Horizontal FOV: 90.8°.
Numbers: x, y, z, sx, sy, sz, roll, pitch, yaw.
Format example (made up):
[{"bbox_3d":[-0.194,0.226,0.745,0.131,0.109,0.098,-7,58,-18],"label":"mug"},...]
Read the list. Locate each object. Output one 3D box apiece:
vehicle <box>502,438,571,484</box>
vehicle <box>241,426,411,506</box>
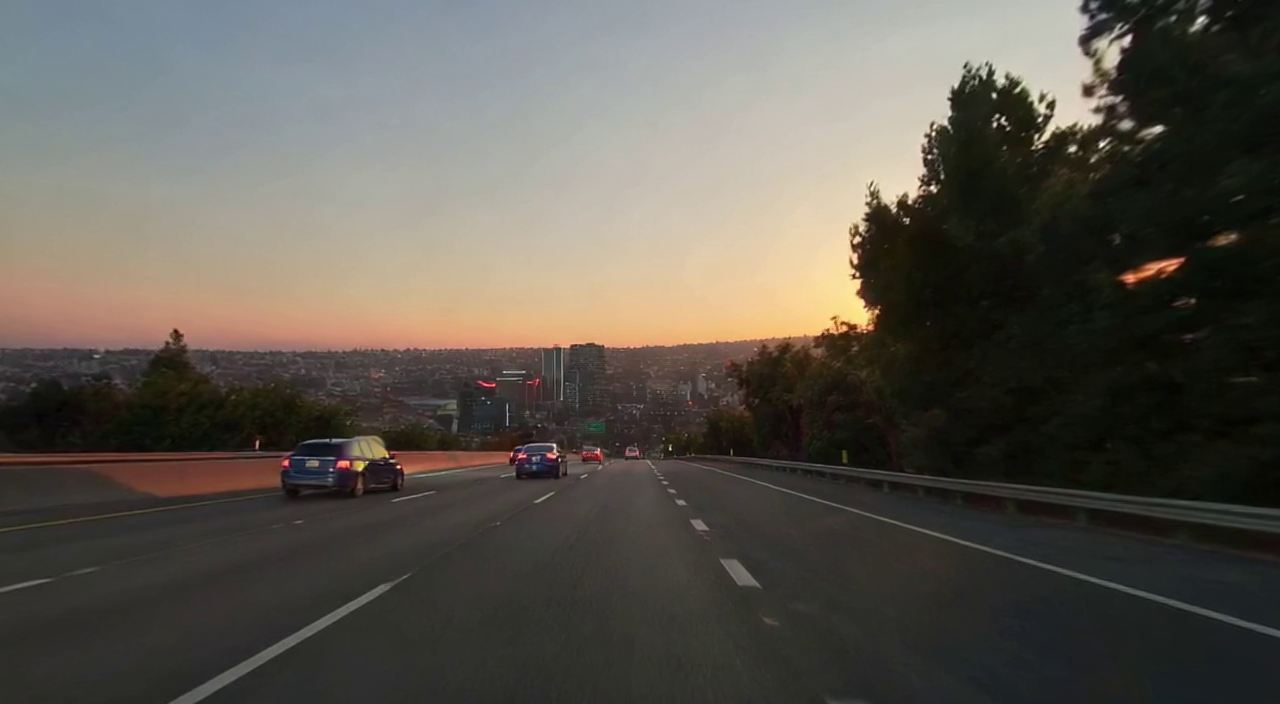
[{"bbox_3d":[-4.113,4.400,25.781,2.075,1.702,4.257,0,-9,0],"label":"vehicle"},{"bbox_3d":[-8.152,3.004,17.110,2.040,1.824,4.917,0,-9,0],"label":"vehicle"}]
